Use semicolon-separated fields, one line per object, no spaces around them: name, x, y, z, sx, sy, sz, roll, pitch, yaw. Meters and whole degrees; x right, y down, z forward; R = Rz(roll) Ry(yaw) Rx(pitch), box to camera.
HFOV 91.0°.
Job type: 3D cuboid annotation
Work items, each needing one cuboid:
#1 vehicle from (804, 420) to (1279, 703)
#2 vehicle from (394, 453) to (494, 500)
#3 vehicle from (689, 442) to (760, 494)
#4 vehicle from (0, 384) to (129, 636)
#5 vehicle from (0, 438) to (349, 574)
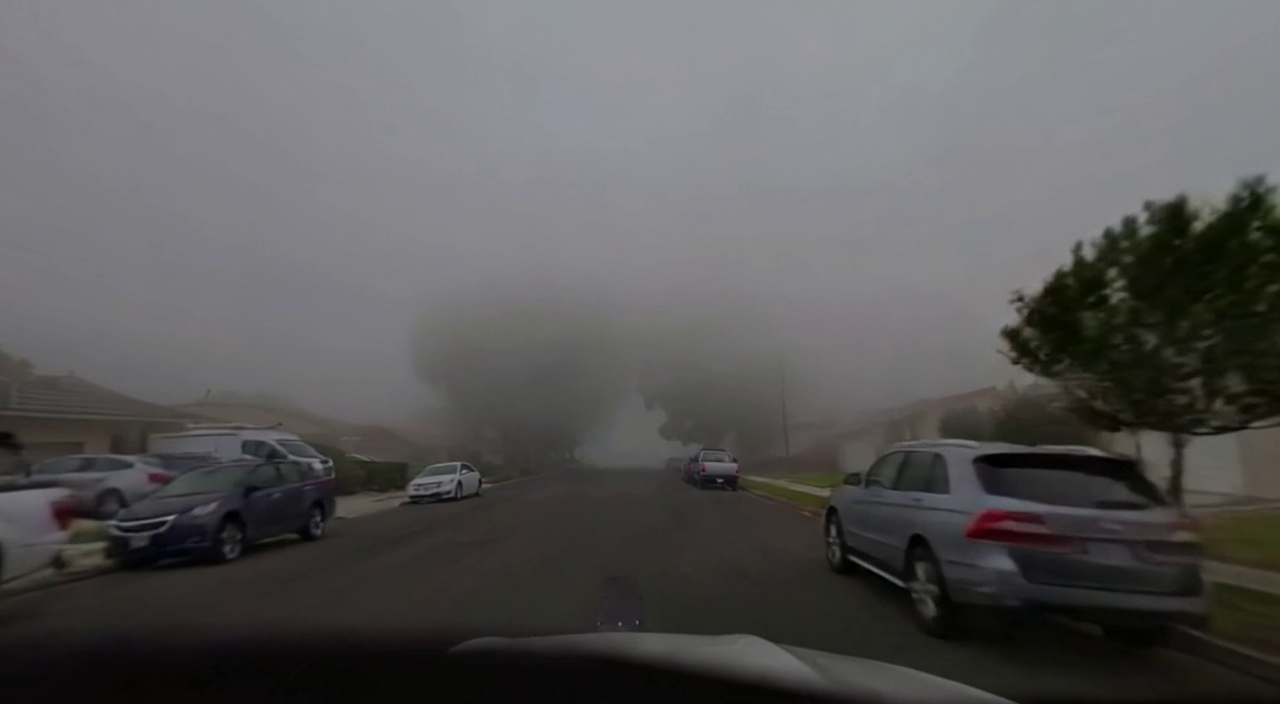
vehicle;3.162;1.526;5.852;2.050;1.598;4.590;0;-8;0
vehicle;-6.871;4.552;22.643;2.071;1.481;4.425;-1;-13;2
vehicle;3.248;4.590;25.397;2.262;1.870;4.948;0;-8;1
vehicle;-6.874;1.121;4.086;2.408;2.201;5.646;-1;-11;-2
vehicle;-6.926;2.433;10.180;1.905;1.602;4.974;-2;-13;2
